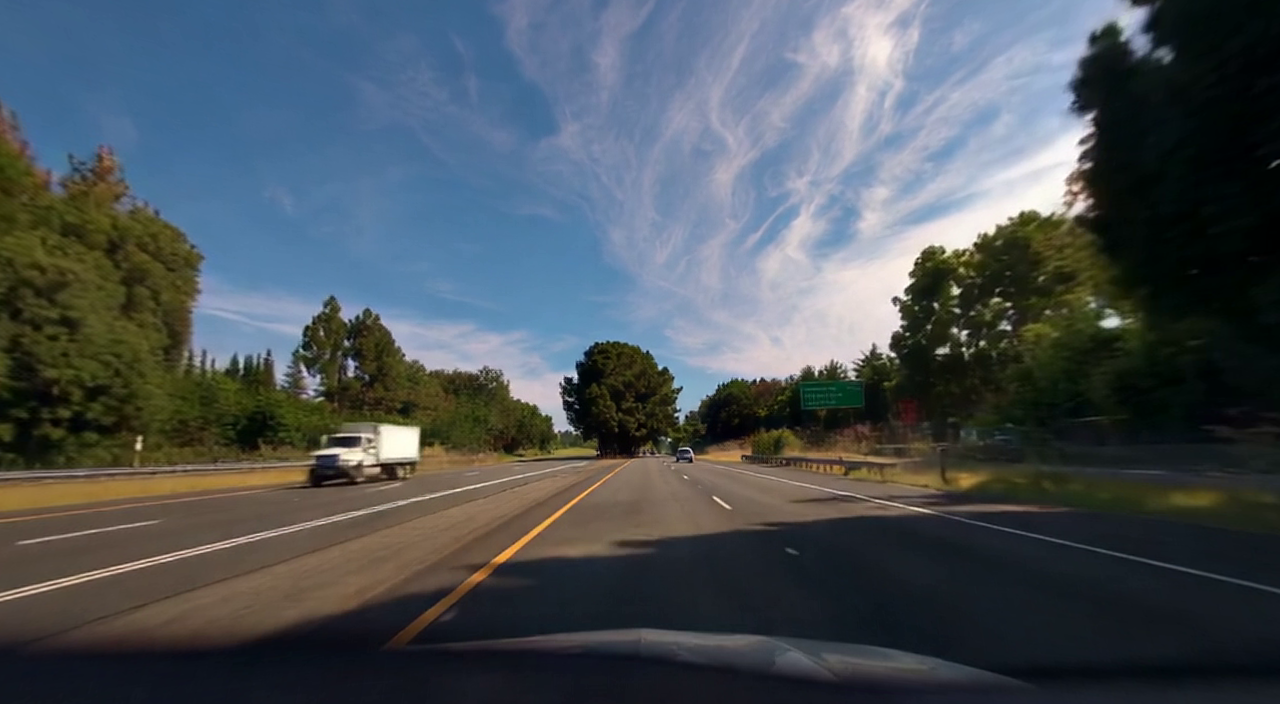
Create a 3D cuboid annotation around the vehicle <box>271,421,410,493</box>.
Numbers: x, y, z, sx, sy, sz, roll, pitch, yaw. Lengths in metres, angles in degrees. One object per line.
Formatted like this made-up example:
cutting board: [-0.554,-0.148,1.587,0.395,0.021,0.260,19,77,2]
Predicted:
vehicle: [-12.710,4.538,27.551,2.621,2.749,6.890,0,-9,0]
